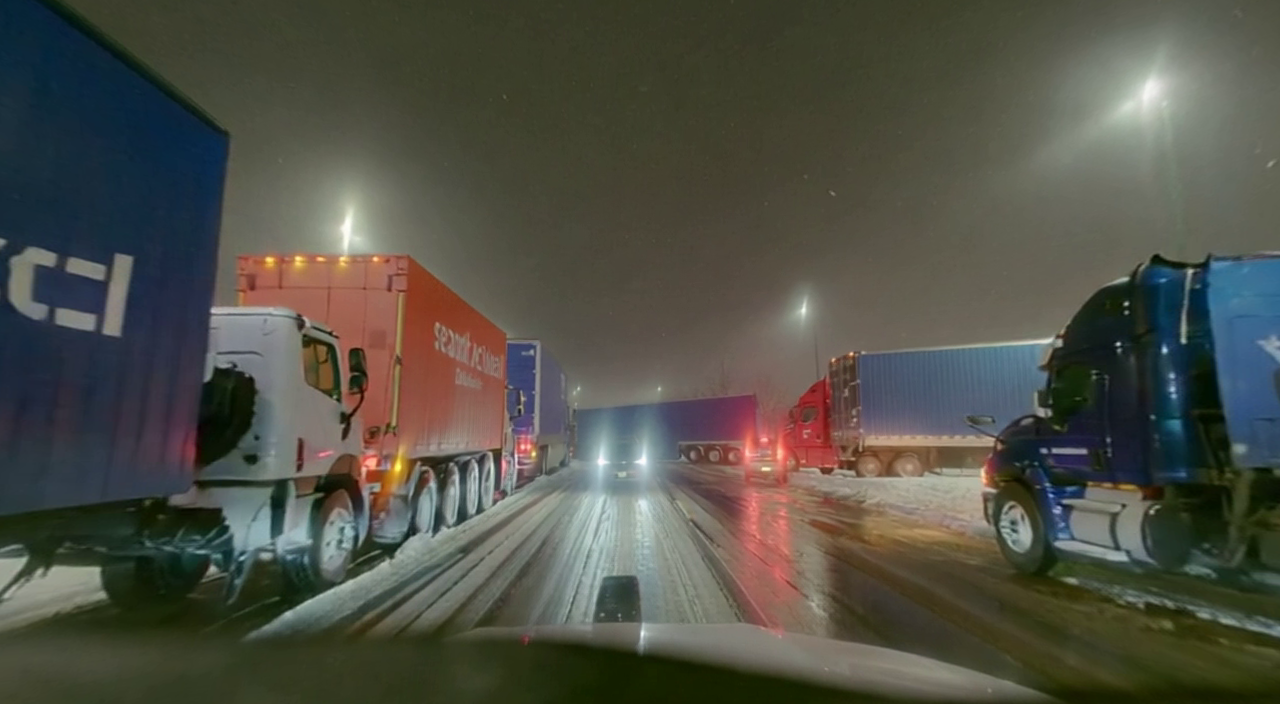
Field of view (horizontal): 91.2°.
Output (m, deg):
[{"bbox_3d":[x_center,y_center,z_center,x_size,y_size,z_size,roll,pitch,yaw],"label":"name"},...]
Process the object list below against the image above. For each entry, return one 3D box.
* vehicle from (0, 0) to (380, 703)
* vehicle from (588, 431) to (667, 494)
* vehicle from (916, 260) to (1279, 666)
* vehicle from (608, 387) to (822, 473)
[{"bbox_3d":[-3.956,0.190,2.769,2.844,3.085,6.941,0,-9,-2],"label":"vehicle"},{"bbox_3d":[-0.397,3.318,19.055,2.140,1.682,3.971,0,-9,-1],"label":"vehicle"},{"bbox_3d":[5.144,0.891,5.267,2.570,2.439,6.392,0,-9,-1],"label":"vehicle"},{"bbox_3d":[3.518,4.502,36.659,2.877,4.124,14.516,2,-7,-38],"label":"vehicle"}]
